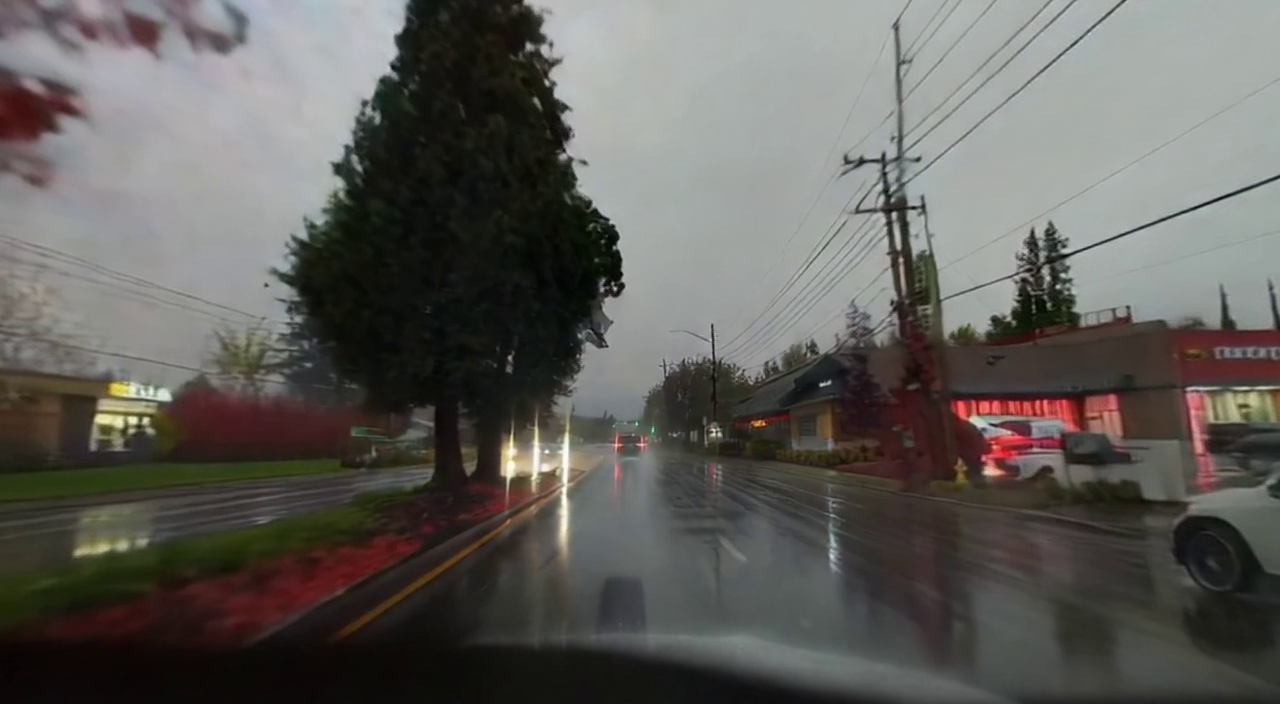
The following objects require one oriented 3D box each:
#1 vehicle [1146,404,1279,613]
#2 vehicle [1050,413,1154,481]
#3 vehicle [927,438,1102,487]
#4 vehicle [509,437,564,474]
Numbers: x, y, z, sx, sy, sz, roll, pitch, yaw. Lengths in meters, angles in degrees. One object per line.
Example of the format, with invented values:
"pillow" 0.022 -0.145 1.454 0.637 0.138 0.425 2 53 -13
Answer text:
"vehicle" 6.267 1.139 4.234 1.995 1.705 4.434 0 -9 0
"vehicle" 19.135 3.932 26.245 2.918 2.614 1.930 3 -9 -18
"vehicle" 14.639 4.298 24.860 5.733 1.610 2.253 0 -8 -11
"vehicle" -5.737 5.775 35.647 2.278 1.828 4.970 -2 -8 0
